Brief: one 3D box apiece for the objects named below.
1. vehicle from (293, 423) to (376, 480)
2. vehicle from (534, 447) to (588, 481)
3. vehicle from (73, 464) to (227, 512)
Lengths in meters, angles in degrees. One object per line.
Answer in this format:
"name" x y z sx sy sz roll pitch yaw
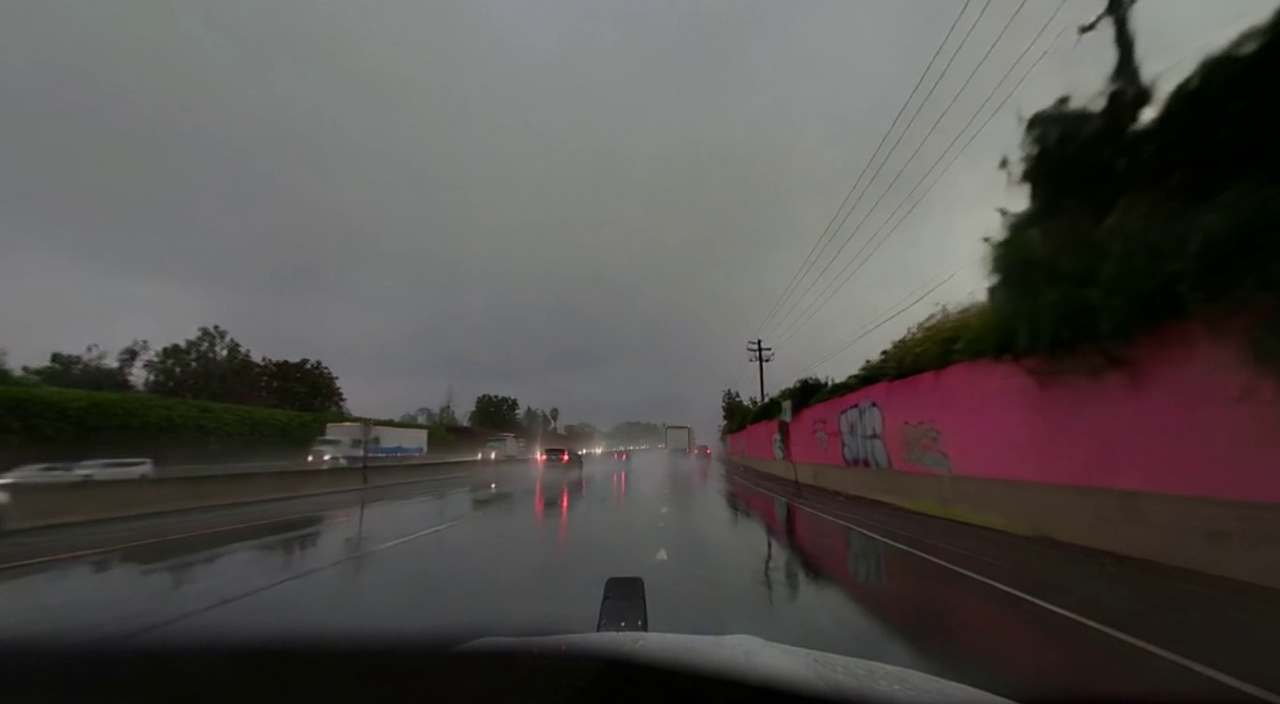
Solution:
"vehicle" -23.118 7.587 48.101 2.936 3.968 5.865 -1 -9 5
"vehicle" -3.840 5.516 31.218 1.966 1.565 3.766 -1 -9 4
"vehicle" -16.583 4.593 21.590 2.350 1.381 3.448 -1 -9 4
